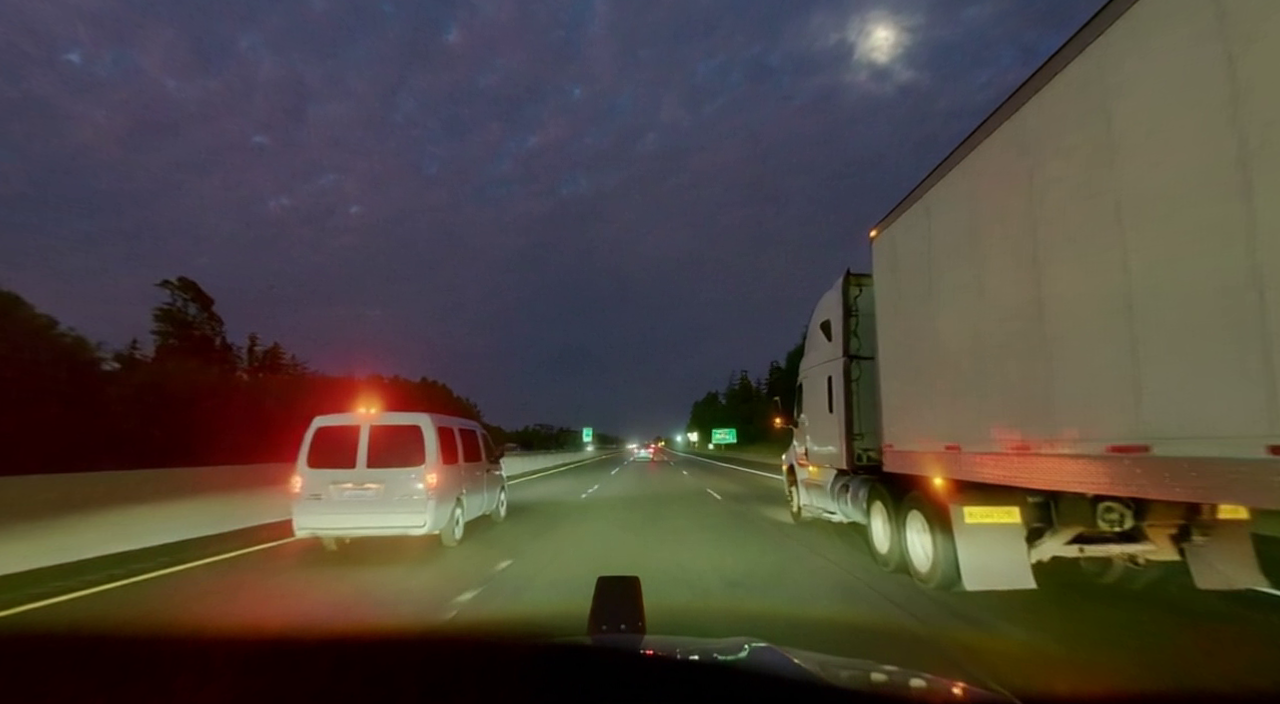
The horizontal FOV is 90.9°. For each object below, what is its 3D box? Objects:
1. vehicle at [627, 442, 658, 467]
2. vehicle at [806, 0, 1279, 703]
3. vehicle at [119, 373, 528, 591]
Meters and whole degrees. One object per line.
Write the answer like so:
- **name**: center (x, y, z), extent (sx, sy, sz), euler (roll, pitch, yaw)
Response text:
- **vehicle**: center (0.158, 7.281, 44.933), extent (2.067, 1.690, 3.901), euler (0, -9, 0)
- **vehicle**: center (4.199, 0.286, 6.436), extent (3.007, 3.949, 7.005), euler (0, -9, 0)
- **vehicle**: center (-3.324, 1.593, 8.571), extent (2.572, 1.927, 5.803), euler (0, -9, 0)
